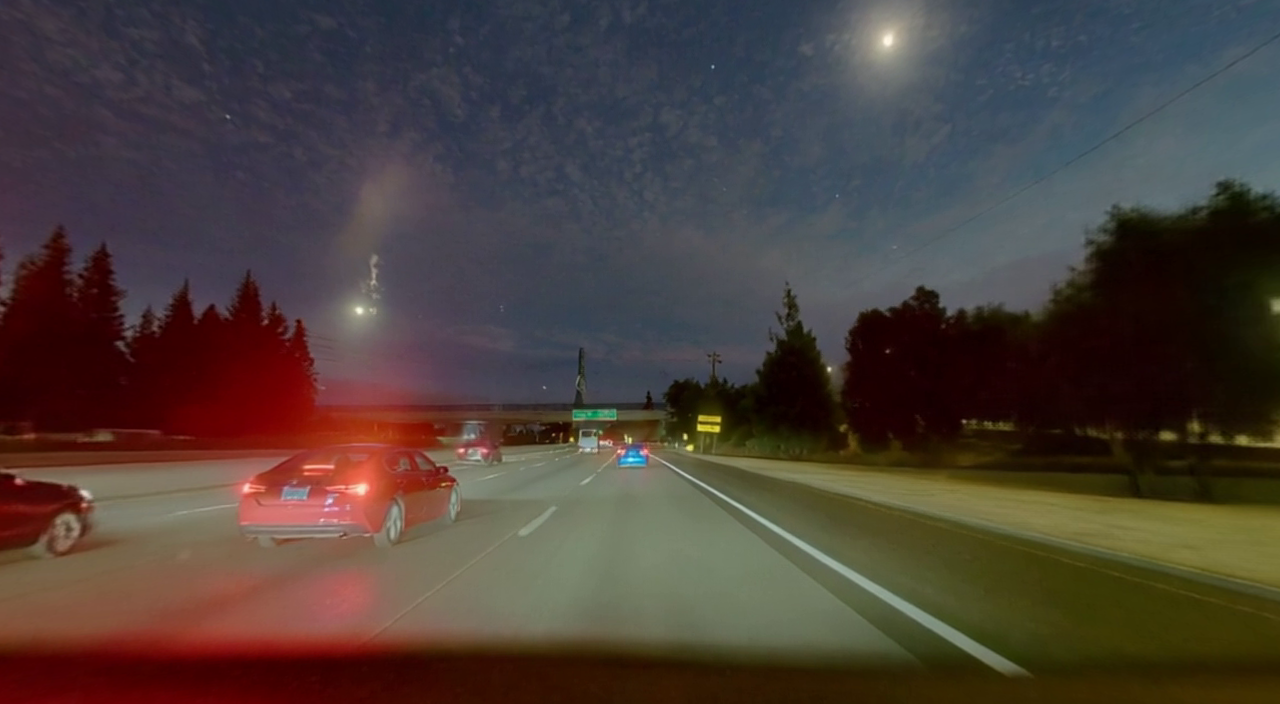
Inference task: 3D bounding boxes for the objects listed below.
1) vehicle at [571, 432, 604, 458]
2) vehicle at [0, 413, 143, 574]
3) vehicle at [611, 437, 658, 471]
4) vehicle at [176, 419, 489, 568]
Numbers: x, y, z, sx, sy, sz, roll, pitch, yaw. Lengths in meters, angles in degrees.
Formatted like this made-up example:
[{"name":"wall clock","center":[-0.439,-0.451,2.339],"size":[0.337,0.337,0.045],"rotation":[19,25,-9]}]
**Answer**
[{"name":"vehicle","center":[-3.879,7.001,47.220],"size":[2.174,1.806,3.932],"rotation":[0,-8,-1]},{"name":"vehicle","center":[-7.495,1.349,5.772],"size":[1.968,1.614,4.674],"rotation":[0,-8,1]},{"name":"vehicle","center":[-0.241,4.605,28.541],"size":[1.954,1.460,3.983],"rotation":[0,-8,0]},{"name":"vehicle","center":[-3.732,1.798,8.828],"size":[2.035,1.514,4.600],"rotation":[0,-8,1]}]
